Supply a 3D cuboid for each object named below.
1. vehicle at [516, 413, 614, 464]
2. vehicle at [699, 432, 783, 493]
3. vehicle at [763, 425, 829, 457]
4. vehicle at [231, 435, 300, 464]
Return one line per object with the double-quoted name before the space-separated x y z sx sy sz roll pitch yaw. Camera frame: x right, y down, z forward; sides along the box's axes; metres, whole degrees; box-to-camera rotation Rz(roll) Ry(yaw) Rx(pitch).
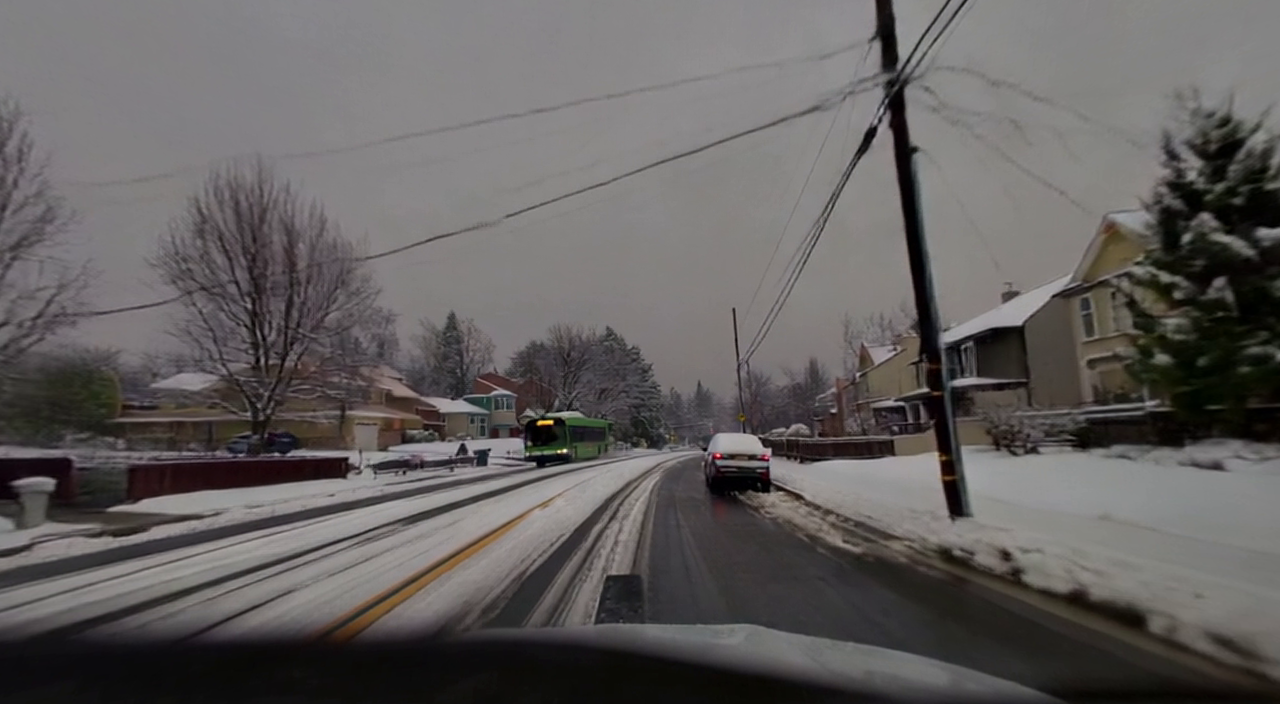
"vehicle" -5.005 6.395 46.146 3.577 3.168 13.108 -2 -9 9
"vehicle" 2.870 3.222 18.778 1.984 1.601 3.994 0 -8 3
"vehicle" 11.407 6.585 46.583 4.387 1.812 2.018 -8 -11 9
"vehicle" -24.685 6.424 41.814 2.006 1.766 4.685 1 -8 -5
